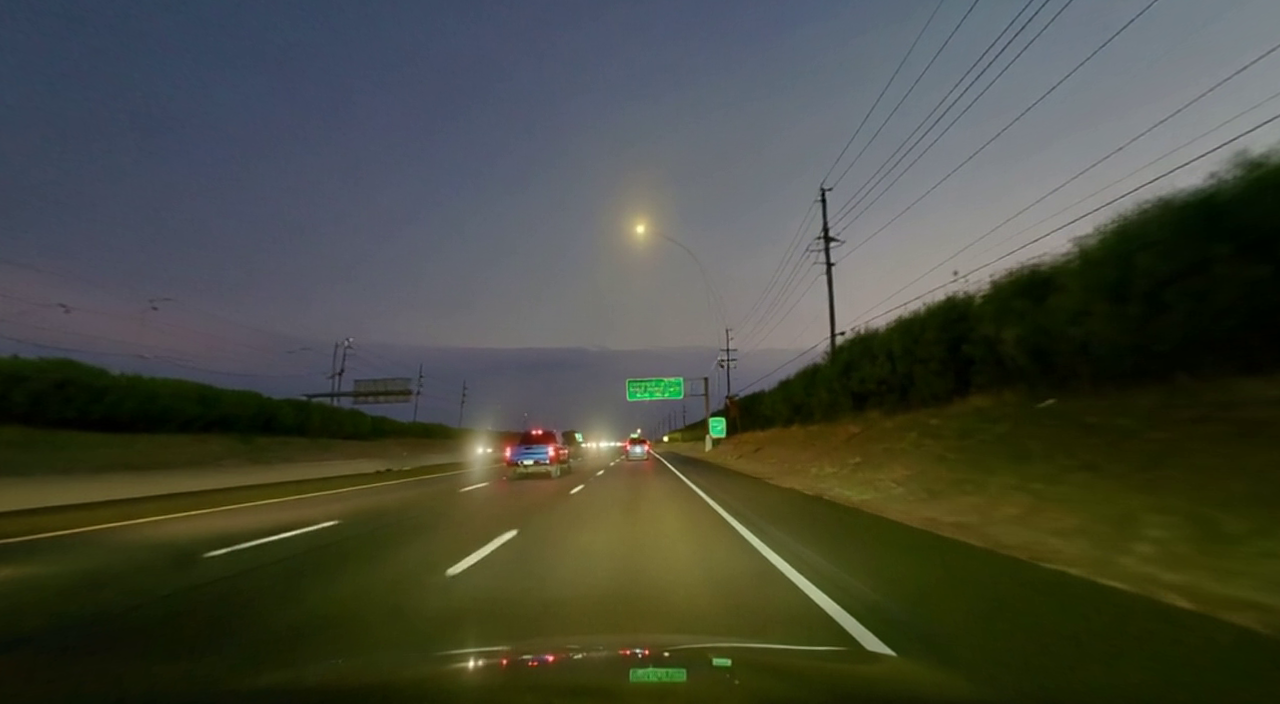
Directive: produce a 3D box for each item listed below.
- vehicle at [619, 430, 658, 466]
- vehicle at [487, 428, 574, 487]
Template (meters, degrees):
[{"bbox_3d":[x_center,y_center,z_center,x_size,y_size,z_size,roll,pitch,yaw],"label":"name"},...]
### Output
[{"bbox_3d":[-0.132,6.246,41.093,2.358,2.144,4.713,0,-8,-1],"label":"vehicle"},{"bbox_3d":[-3.723,3.722,22.621,2.204,1.812,5.289,0,-8,0],"label":"vehicle"}]
